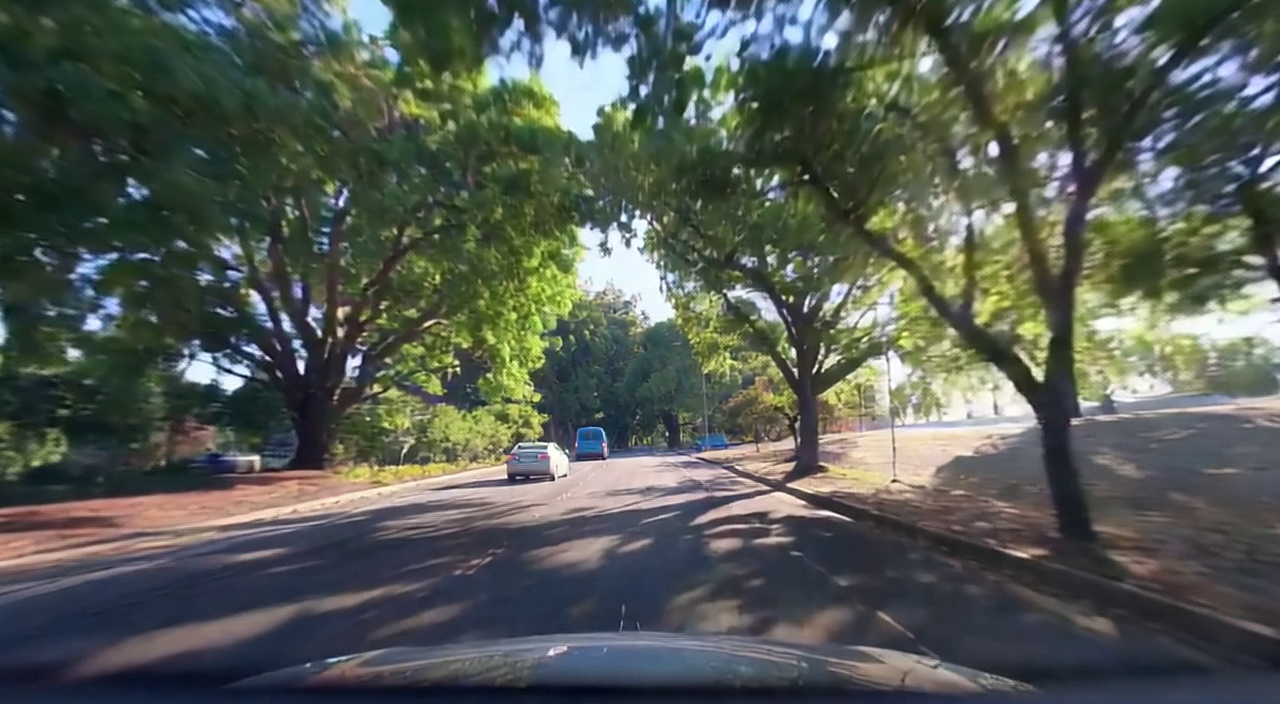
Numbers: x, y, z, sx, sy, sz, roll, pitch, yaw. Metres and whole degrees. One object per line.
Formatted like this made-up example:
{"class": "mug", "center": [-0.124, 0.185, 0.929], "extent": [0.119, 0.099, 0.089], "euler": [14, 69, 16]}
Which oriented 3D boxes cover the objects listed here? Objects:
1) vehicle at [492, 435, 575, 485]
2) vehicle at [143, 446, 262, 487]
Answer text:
{"class": "vehicle", "center": [-3.418, 3.540, 21.015], "extent": [2.009, 1.473, 4.028], "euler": [0, -8, 1]}
{"class": "vehicle", "center": [-19.164, 4.992, 27.989], "extent": [1.965, 1.636, 4.561], "euler": [0, -8, 1]}
